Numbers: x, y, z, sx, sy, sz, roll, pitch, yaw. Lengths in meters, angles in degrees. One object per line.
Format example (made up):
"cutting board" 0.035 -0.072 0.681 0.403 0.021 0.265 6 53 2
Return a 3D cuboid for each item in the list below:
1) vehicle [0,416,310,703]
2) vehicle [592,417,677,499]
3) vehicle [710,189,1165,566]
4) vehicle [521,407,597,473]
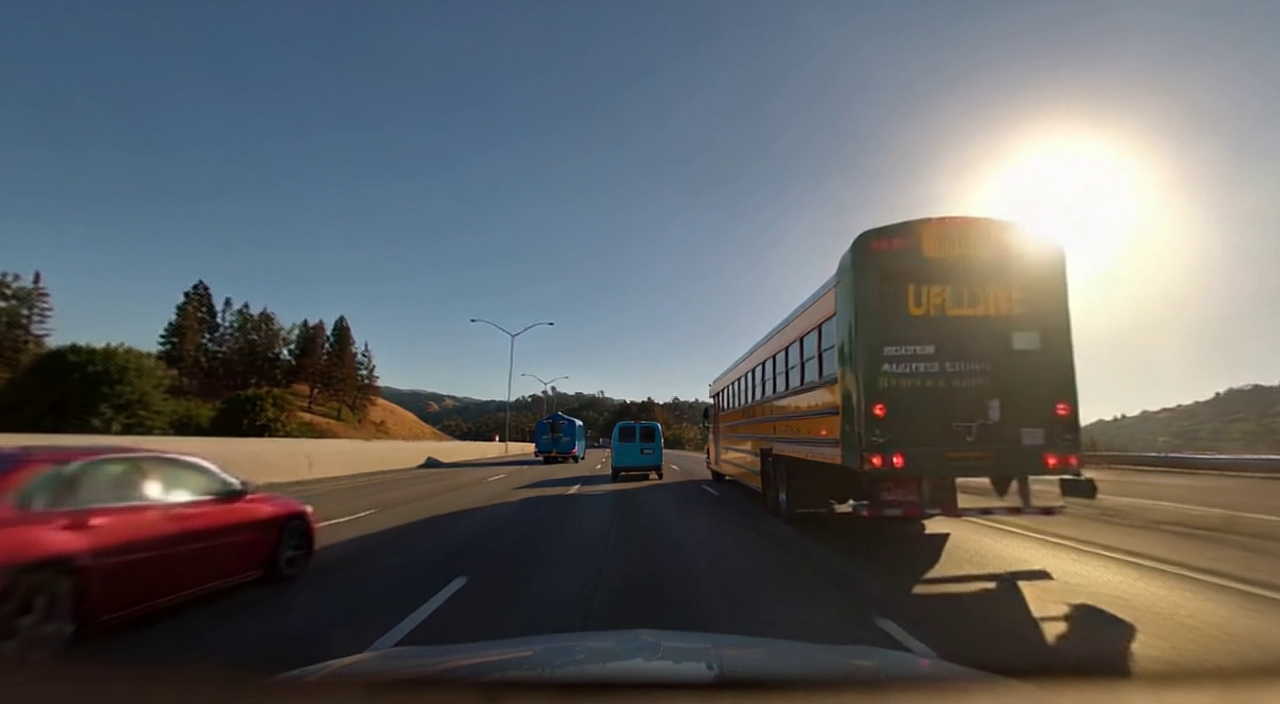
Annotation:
"vehicle" -4.046 1.129 3.600 2.039 1.453 4.197 0 -8 0
"vehicle" -0.206 2.857 17.331 2.037 1.929 4.343 0 -8 -2
"vehicle" 3.857 1.154 13.416 3.006 4.101 13.245 0 -8 -1
"vehicle" -3.953 4.603 32.846 2.947 3.009 7.991 0 -8 -1
